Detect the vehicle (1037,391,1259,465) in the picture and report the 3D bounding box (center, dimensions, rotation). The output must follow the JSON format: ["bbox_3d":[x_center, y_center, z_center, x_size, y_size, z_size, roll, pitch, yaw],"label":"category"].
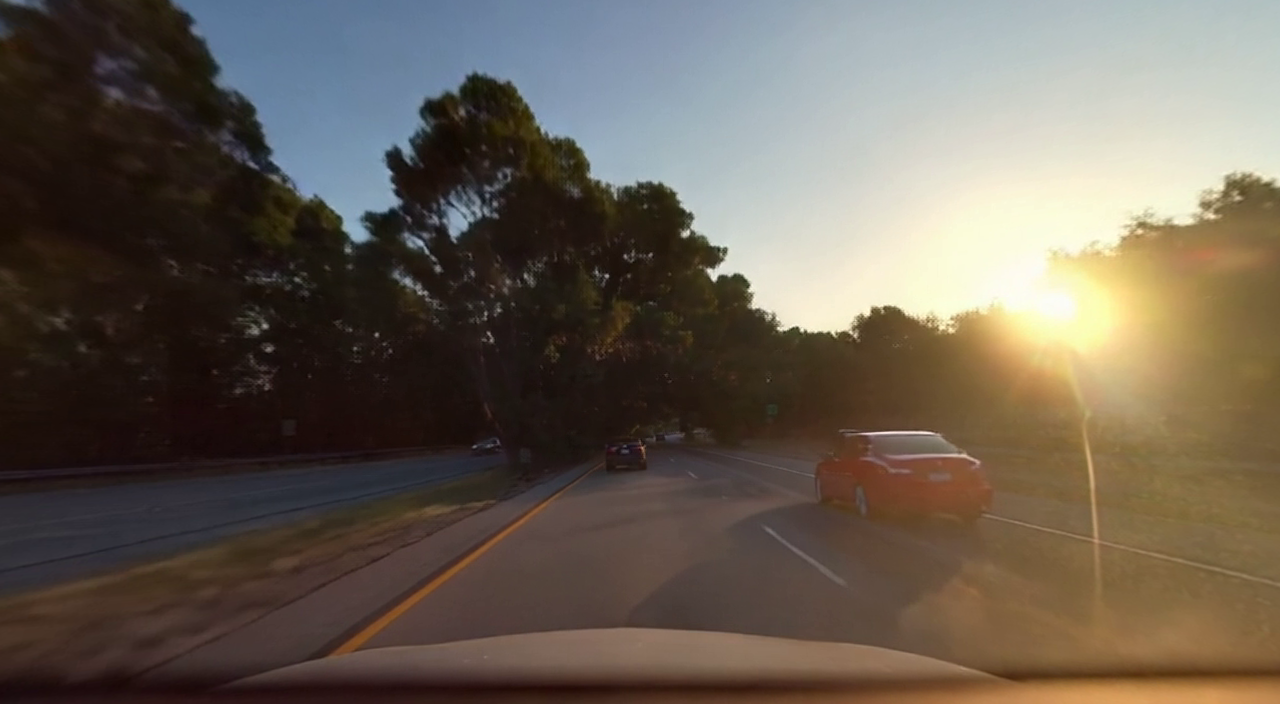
[{"bbox_3d":[33.585,5.260,43.274,2.846,4.056,15.175,-3,-7,1],"label":"vehicle"}]

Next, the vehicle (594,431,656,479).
[{"bbox_3d":[-0.478,3.454,21.394,1.897,1.479,3.724,0,-8,0],"label":"vehicle"}]

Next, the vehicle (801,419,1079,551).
[{"bbox_3d":[4.060,1.838,9.527,2.010,1.508,4.285,0,-8,-2],"label":"vehicle"}]
